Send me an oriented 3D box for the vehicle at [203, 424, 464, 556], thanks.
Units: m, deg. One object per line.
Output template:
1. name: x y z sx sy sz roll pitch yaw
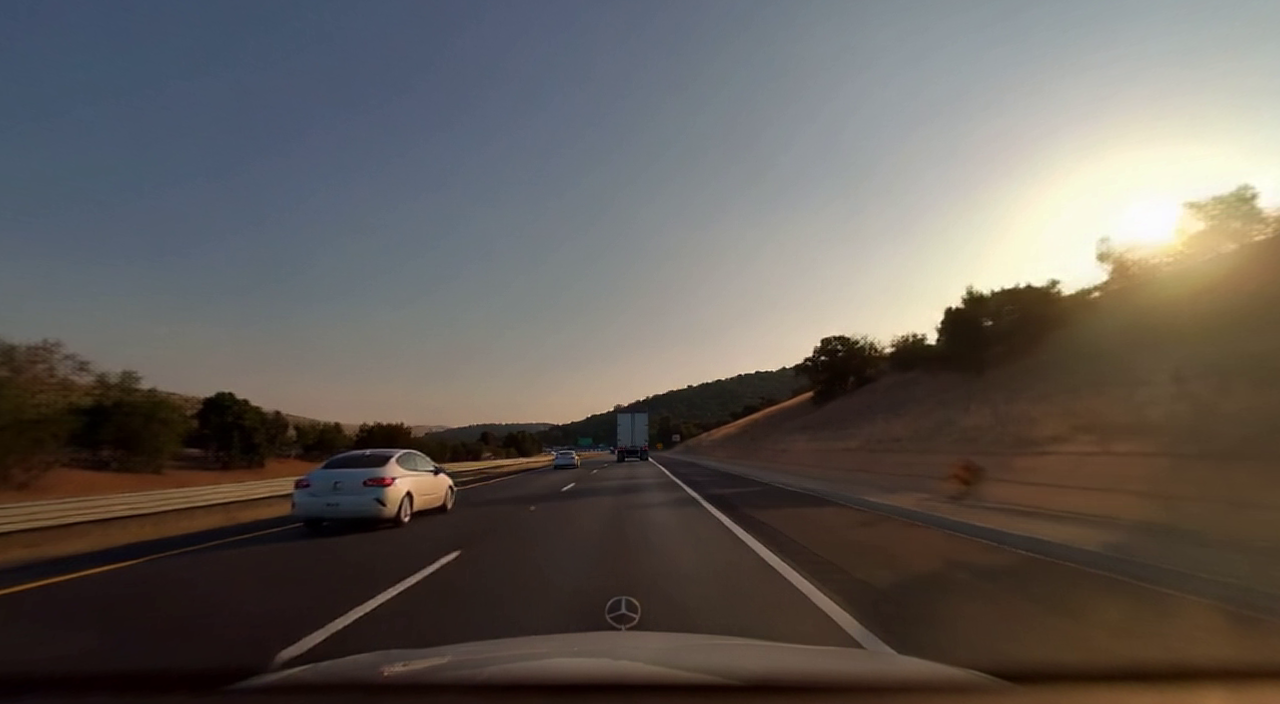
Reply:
1. vehicle: -4.407 2.041 10.009 1.991 1.618 4.211 0 -9 0

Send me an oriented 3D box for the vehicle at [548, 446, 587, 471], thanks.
1. vehicle: -4.495 6.672 39.704 1.978 1.507 4.062 0 -9 0
